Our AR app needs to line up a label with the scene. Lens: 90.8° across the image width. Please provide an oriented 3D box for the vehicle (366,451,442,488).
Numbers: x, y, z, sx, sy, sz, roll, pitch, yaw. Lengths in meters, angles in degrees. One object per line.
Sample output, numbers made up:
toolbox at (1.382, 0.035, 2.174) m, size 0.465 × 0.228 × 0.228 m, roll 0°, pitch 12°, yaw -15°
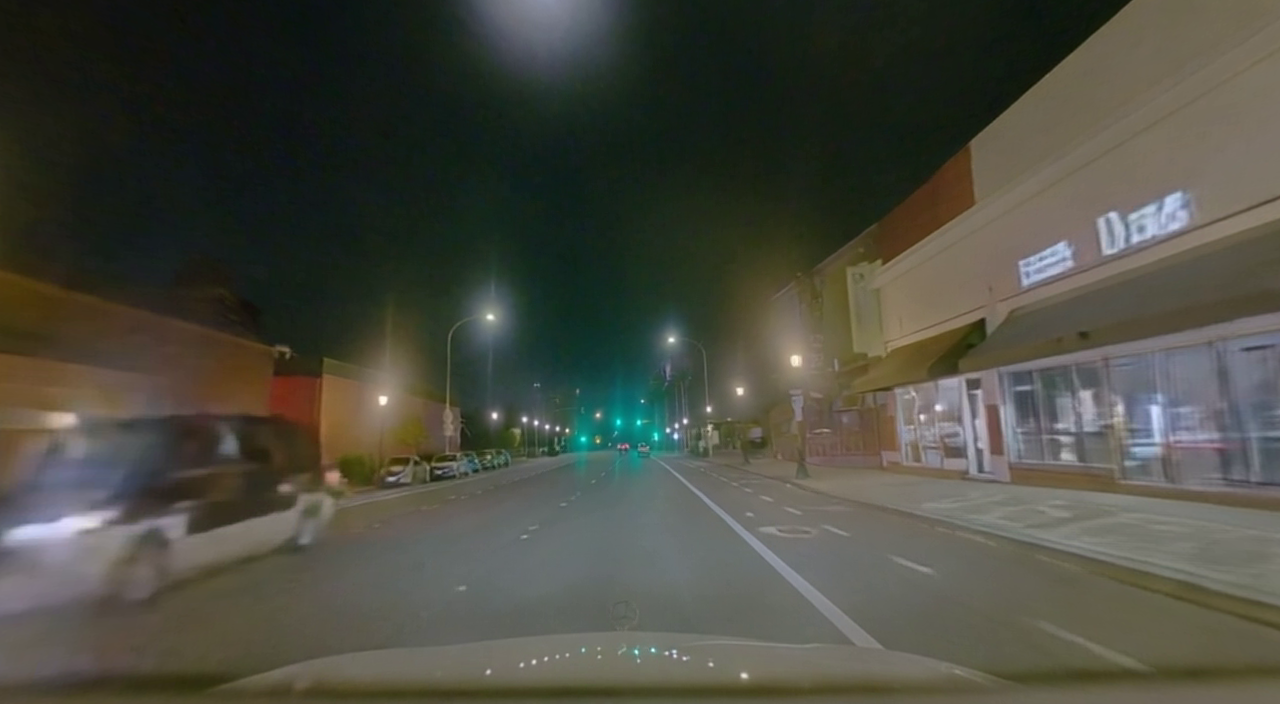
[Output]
vehicle at (-10.749, 5.365, 29.158) m, size 1.784 × 1.502 × 4.344 m, roll 0°, pitch -8°, yaw 0°

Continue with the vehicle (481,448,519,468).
vehicle at (-10.820, 8.224, 49.145) m, size 1.828 × 1.470 × 4.523 m, roll 0°, pitch -8°, yaw 0°

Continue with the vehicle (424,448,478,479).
vehicle at (-10.754, 6.349, 36.280) m, size 1.837 × 1.586 × 4.155 m, roll 0°, pitch -8°, yaw 0°

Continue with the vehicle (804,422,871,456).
vehicle at (12.501, 5.614, 40.459) m, size 2.532 × 1.997 × 5.001 m, roll 0°, pitch -9°, yaw -2°

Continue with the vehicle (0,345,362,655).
vehicle at (-5.417, 1.351, 6.695) m, size 2.267 × 2.070 × 5.719 m, roll 0°, pitch -8°, yaw 1°
